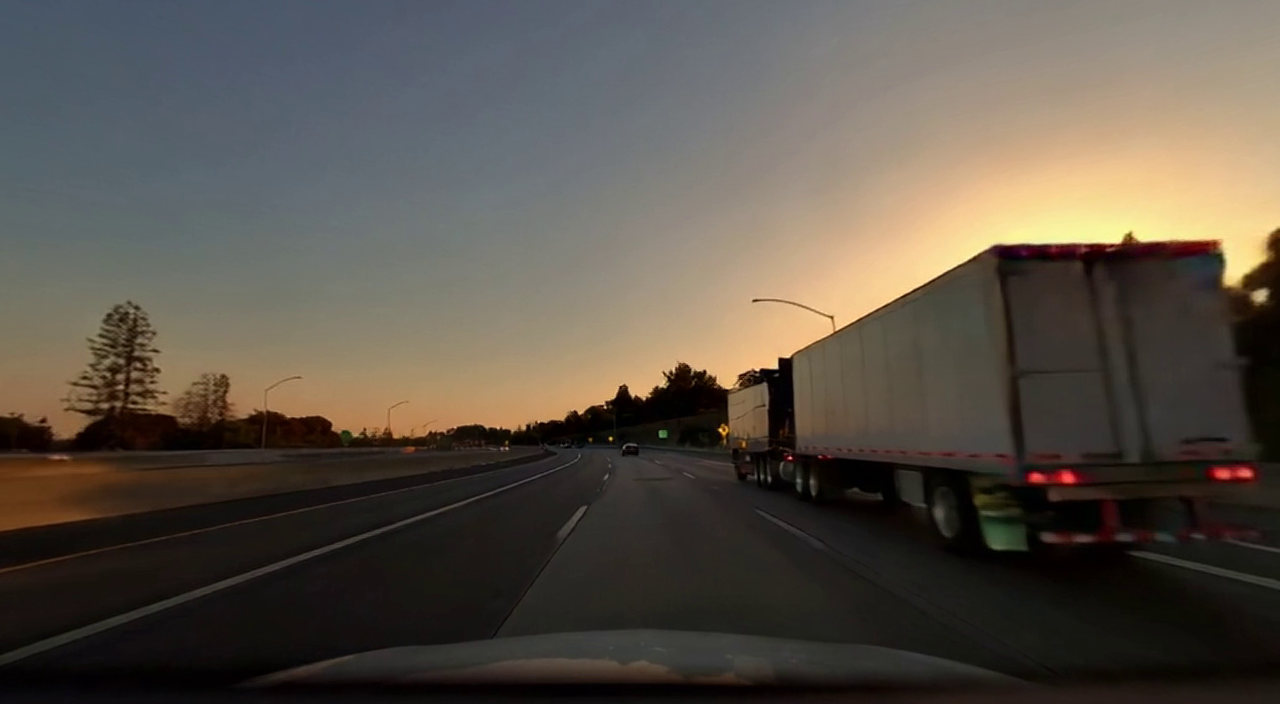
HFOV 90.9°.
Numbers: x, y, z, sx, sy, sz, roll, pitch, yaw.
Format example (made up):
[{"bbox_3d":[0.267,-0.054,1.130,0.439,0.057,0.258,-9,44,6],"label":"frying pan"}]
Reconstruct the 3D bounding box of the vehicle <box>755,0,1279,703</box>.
[{"bbox_3d":[4.899,0.814,11.273,2.932,4.205,18.253,0,-8,2],"label":"vehicle"}]
